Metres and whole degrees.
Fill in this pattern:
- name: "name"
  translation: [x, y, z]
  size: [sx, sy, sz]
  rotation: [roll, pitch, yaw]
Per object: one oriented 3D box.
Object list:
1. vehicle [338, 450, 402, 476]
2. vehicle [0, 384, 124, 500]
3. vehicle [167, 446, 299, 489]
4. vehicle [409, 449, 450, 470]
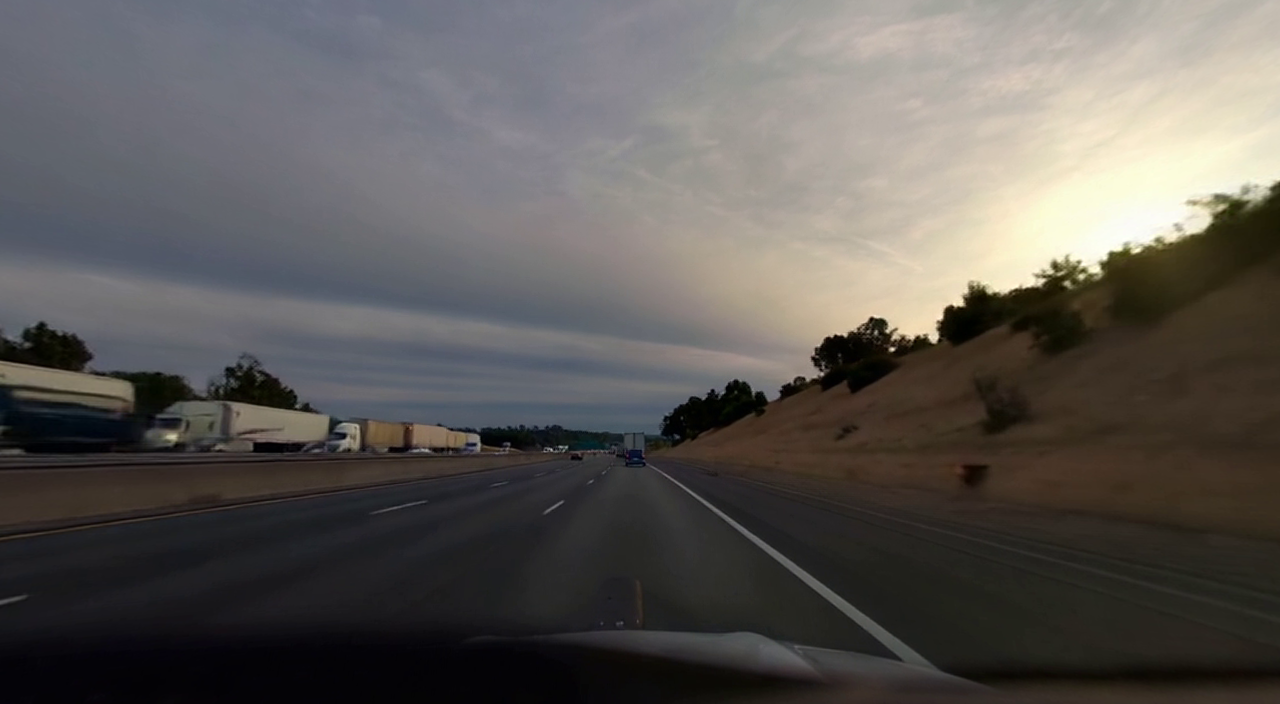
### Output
- name: "vehicle"
  translation: [-15.884, 6.520, 37.312]
  size: [1.884, 1.436, 4.220]
  rotation: [0, -9, 0]
- name: "vehicle"
  translation: [-14.854, 1.964, 13.702]
  size: [2.382, 2.437, 5.706]
  rotation: [0, -9, -1]
- name: "vehicle"
  translation: [-15.166, 4.314, 23.878]
  size: [1.863, 1.438, 4.669]
  rotation: [0, -9, 0]
- name: "vehicle"
  translation: [-15.571, 7.972, 46.876]
  size: [1.699, 1.513, 3.748]
  rotation: [0, -9, 1]
